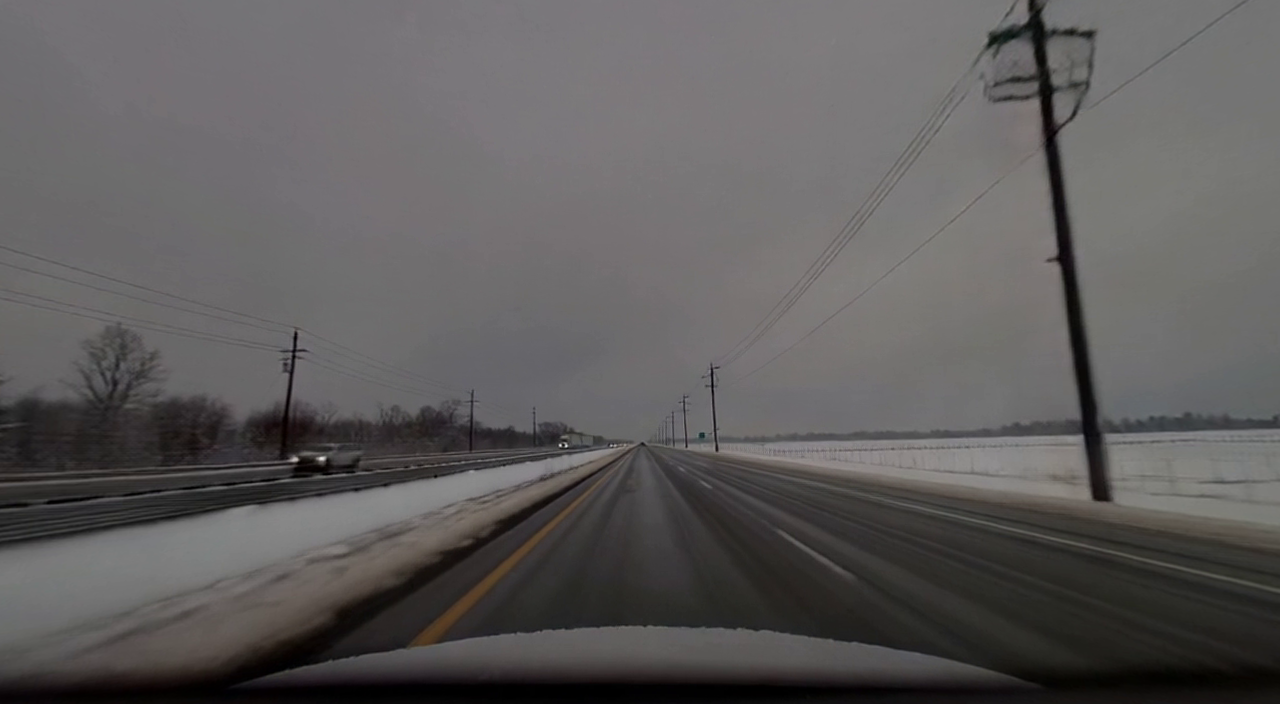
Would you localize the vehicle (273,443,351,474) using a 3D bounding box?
[{"bbox_3d":[-20.064,6.535,38.680,2.055,1.743,4.959,-1,-9,1],"label":"vehicle"}]
